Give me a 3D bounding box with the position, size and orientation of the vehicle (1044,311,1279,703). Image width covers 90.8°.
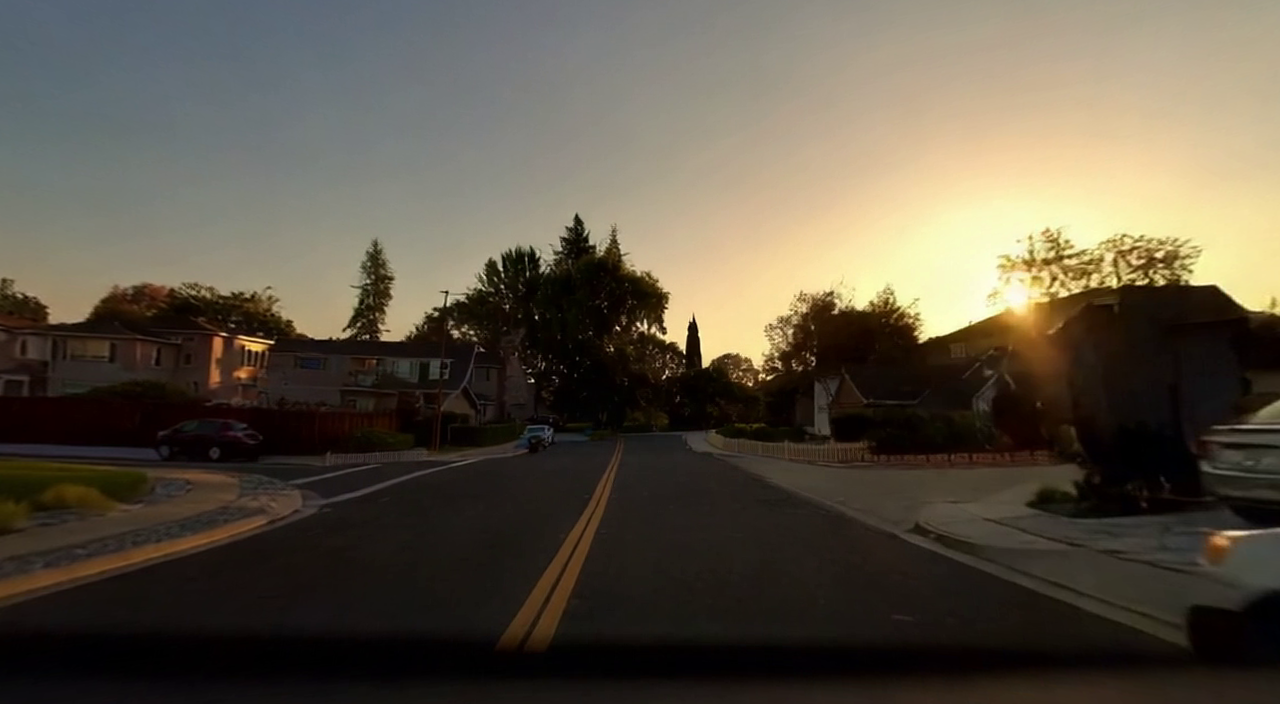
[{"bbox_3d":[3.026,0.521,0.319,2.074,1.646,5.457,2,-7,0],"label":"vehicle"}]

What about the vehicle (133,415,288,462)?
[{"bbox_3d":[-17.357,3.554,25.710,4.722,1.730,2.109,0,-11,2],"label":"vehicle"}]
